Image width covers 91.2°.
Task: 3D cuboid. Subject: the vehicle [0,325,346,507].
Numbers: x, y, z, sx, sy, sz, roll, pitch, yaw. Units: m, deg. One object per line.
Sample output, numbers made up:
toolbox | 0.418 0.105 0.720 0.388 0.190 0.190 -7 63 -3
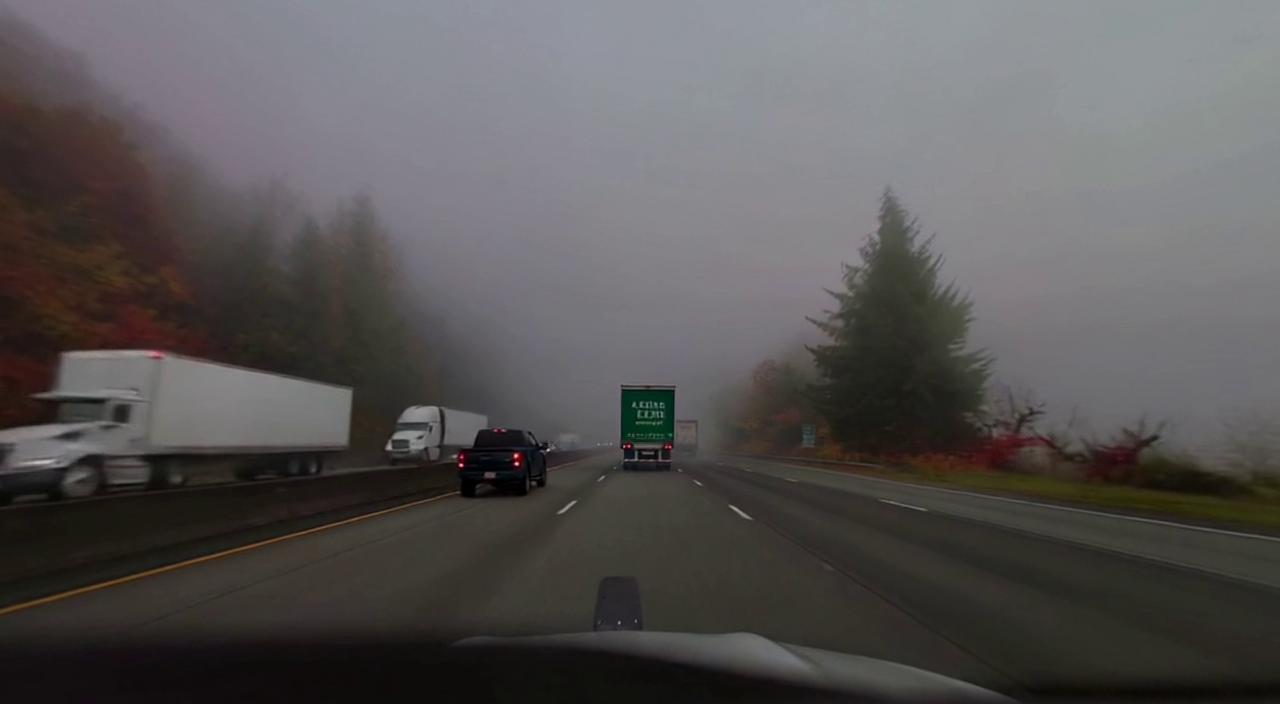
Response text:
vehicle | -15.808 2.648 22.871 3.300 4.600 14.107 0 -9 0

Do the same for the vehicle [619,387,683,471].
vehicle | 0.506 4.518 35.716 3.057 4.073 10.792 0 -9 0

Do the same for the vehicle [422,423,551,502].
vehicle | -3.677 2.765 16.044 2.097 1.711 4.594 0 -9 1
